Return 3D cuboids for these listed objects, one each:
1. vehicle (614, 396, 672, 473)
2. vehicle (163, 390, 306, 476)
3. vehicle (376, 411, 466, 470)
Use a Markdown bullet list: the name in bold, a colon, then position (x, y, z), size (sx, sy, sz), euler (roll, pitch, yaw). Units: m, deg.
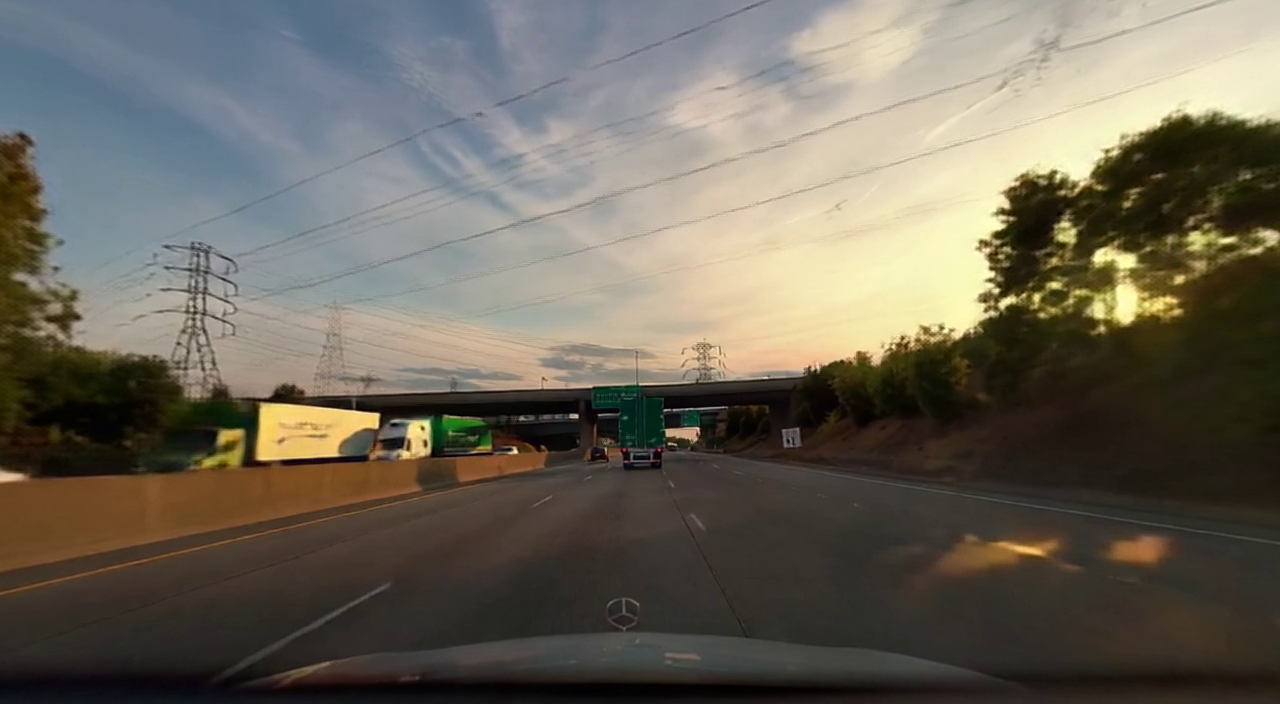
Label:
- **vehicle**: position (0.095, 5.269, 39.333), size (3.025, 4.002, 12.709), euler (0, -9, -1)
- **vehicle**: position (-19.927, 4.122, 31.438), size (2.956, 3.854, 5.923), euler (-1, -9, 1)
- **vehicle**: position (-15.595, 6.533, 45.710), size (2.809, 3.787, 9.920), euler (0, -9, 1)
